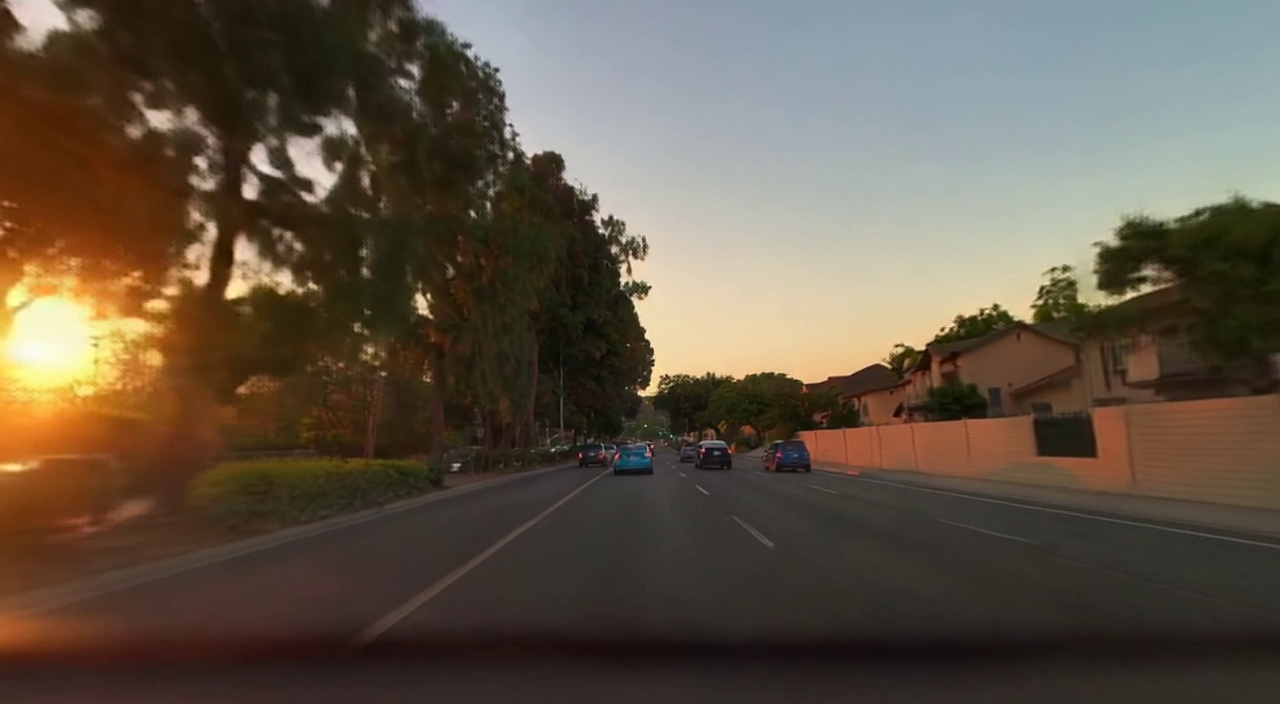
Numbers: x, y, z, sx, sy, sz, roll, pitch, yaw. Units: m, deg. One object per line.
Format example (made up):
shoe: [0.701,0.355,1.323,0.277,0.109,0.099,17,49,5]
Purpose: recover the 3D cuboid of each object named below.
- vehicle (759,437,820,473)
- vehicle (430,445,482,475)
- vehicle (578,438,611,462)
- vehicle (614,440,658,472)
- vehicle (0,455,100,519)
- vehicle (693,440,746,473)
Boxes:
vehicle: [7.497,5.205,32.035,1.972,1.700,4.269,0,-8,0]
vehicle: [-10.265,6.000,35.371,1.728,1.560,3.779,0,-8,1]
vehicle: [-3.316,7.220,46.456,2.031,1.705,4.325,0,-8,1]
vehicle: [-0.166,5.272,32.177,2.102,1.481,3.907,0,-8,1]
vehicle: [-17.448,3.563,16.613,1.928,1.570,5.093,0,-8,0]
vehicle: [3.893,5.200,31.564,2.067,1.514,4.188,0,-8,0]
